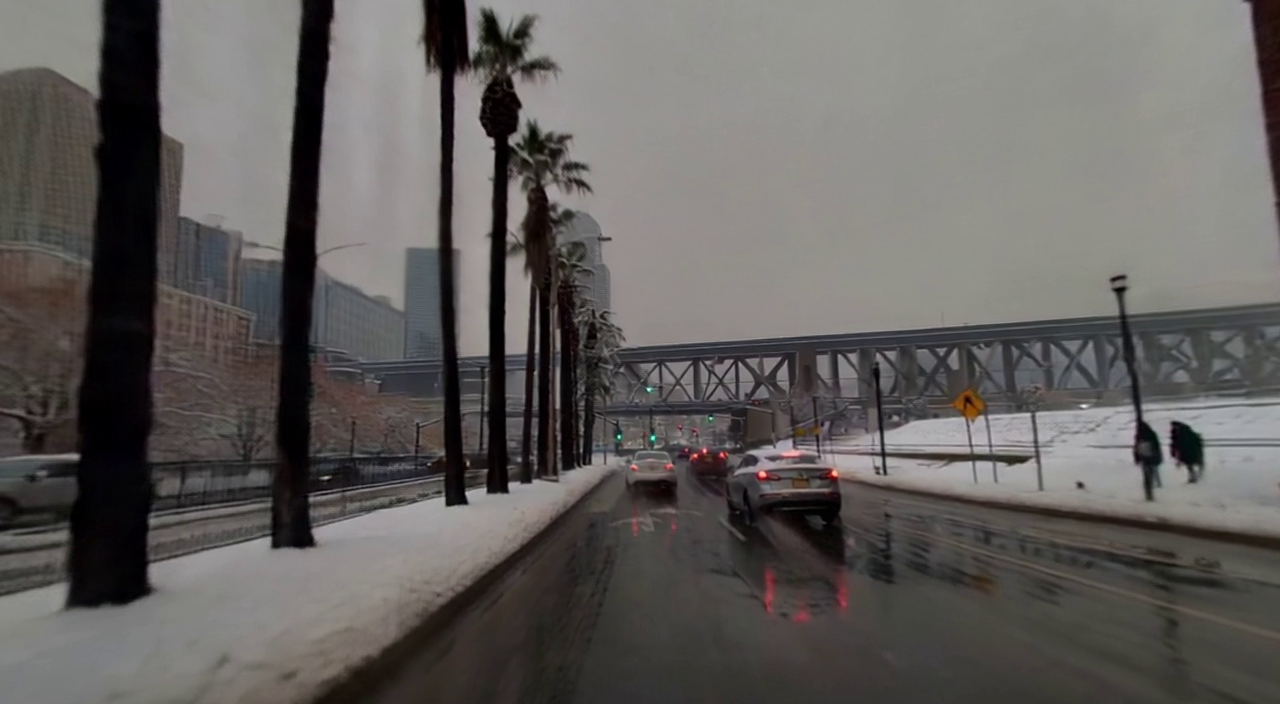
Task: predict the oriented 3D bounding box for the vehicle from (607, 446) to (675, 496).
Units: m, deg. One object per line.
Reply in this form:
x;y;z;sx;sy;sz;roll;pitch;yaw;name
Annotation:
0.079;3.958;21.266;2.077;1.518;3.760;0;-9;2;vehicle

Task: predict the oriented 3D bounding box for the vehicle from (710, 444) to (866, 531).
2.894;2.773;13.625;2.051;1.509;4.933;0;-9;-1;vehicle

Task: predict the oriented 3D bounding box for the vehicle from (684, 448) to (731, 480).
3.366;5.659;32.021;2.115;1.500;3.524;0;-9;2;vehicle

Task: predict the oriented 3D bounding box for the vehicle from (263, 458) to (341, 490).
-18.102;6.516;33.896;1.887;1.569;4.014;0;-9;1;vehicle

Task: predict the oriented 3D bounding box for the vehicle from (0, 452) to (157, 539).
-14.740;3.367;15.294;2.104;1.802;4.852;0;-9;0;vehicle
